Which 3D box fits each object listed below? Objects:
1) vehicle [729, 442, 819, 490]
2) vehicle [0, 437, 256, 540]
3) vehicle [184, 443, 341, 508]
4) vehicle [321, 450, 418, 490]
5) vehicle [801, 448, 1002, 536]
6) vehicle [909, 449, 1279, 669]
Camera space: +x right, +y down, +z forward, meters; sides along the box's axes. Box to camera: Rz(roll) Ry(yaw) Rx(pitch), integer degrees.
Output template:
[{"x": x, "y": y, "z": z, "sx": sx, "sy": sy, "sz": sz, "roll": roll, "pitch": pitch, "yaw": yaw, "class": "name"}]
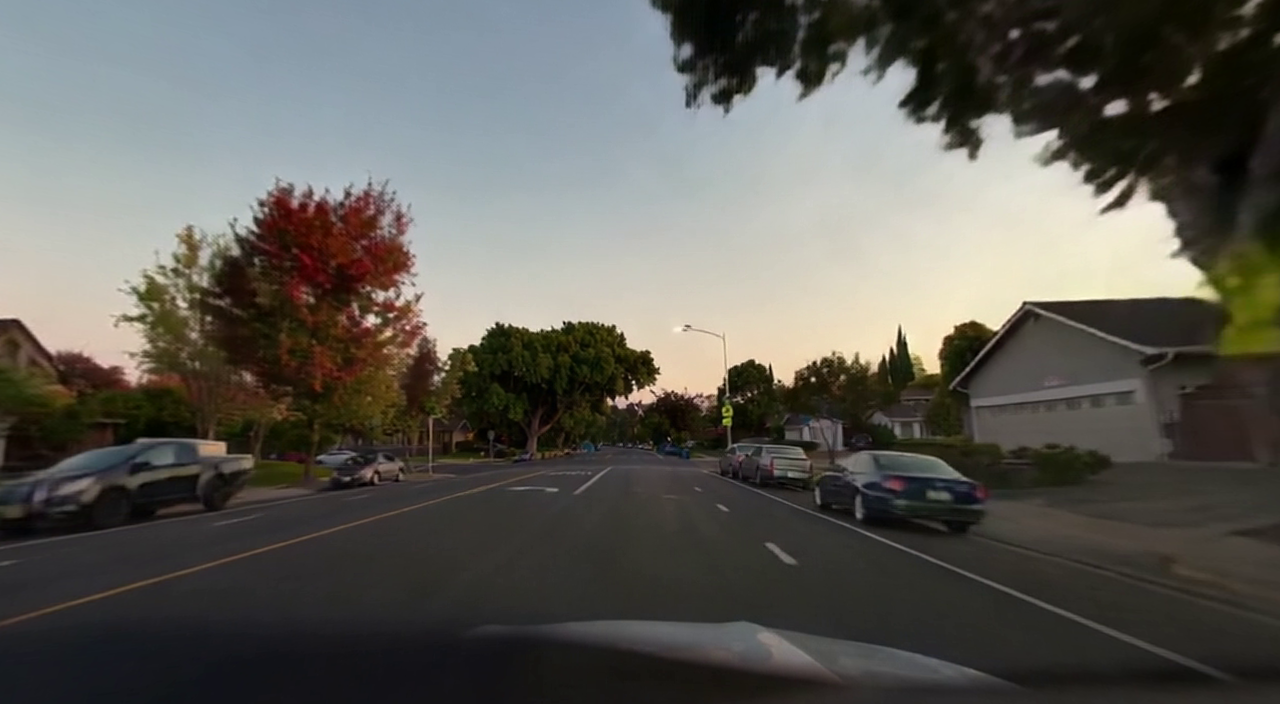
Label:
[{"x": 4.527, "y": 3.905, "z": 22.045, "sx": 2.196, "sy": 1.472, "sz": 4.426, "roll": 0, "pitch": -8, "yaw": 0, "class": "vehicle"}, {"x": -11.243, "y": 2.814, "z": 13.829, "sx": 2.459, "sy": 1.804, "sz": 4.877, "roll": 0, "pitch": -8, "yaw": 2, "class": "vehicle"}, {"x": -11.252, "y": 3.664, "z": 19.309, "sx": 2.052, "sy": 1.726, "sz": 4.475, "roll": 0, "pitch": -8, "yaw": -1, "class": "vehicle"}, {"x": -11.061, "y": 4.815, "z": 26.268, "sx": 1.949, "sy": 1.457, "sz": 4.581, "roll": 0, "pitch": -8, "yaw": 1, "class": "vehicle"}, {"x": 4.751, "y": 2.584, "z": 12.342, "sx": 2.007, "sy": 1.352, "sz": 4.345, "roll": 1, "pitch": -8, "yaw": -1, "class": "vehicle"}, {"x": 4.649, "y": 1.691, "z": 6.294, "sx": 2.049, "sy": 1.385, "sz": 4.209, "roll": 0, "pitch": -8, "yaw": -1, "class": "vehicle"}]
